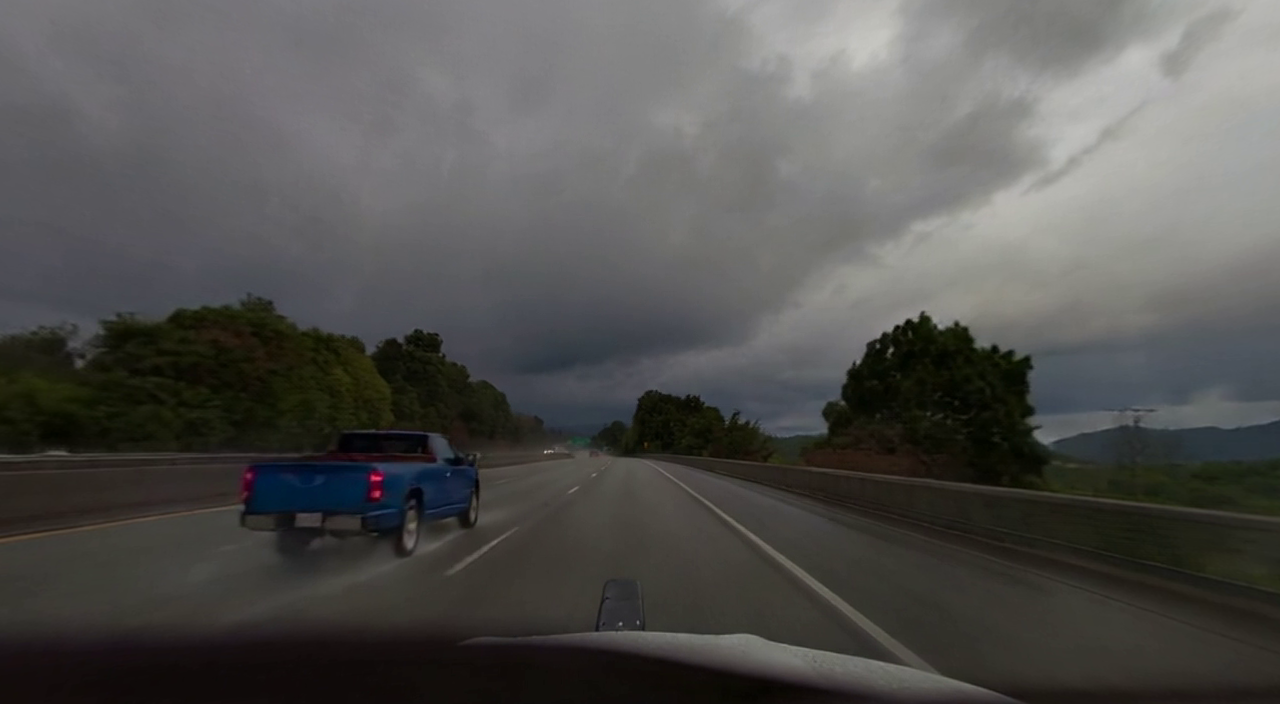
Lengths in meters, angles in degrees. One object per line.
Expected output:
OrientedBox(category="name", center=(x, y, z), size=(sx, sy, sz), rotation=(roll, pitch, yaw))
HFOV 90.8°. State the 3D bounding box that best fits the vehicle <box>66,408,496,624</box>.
OrientedBox(category="vehicle", center=(-3.383, 1.661, 7.420), size=(2.279, 1.683, 4.726), rotation=(0, -9, 0))
